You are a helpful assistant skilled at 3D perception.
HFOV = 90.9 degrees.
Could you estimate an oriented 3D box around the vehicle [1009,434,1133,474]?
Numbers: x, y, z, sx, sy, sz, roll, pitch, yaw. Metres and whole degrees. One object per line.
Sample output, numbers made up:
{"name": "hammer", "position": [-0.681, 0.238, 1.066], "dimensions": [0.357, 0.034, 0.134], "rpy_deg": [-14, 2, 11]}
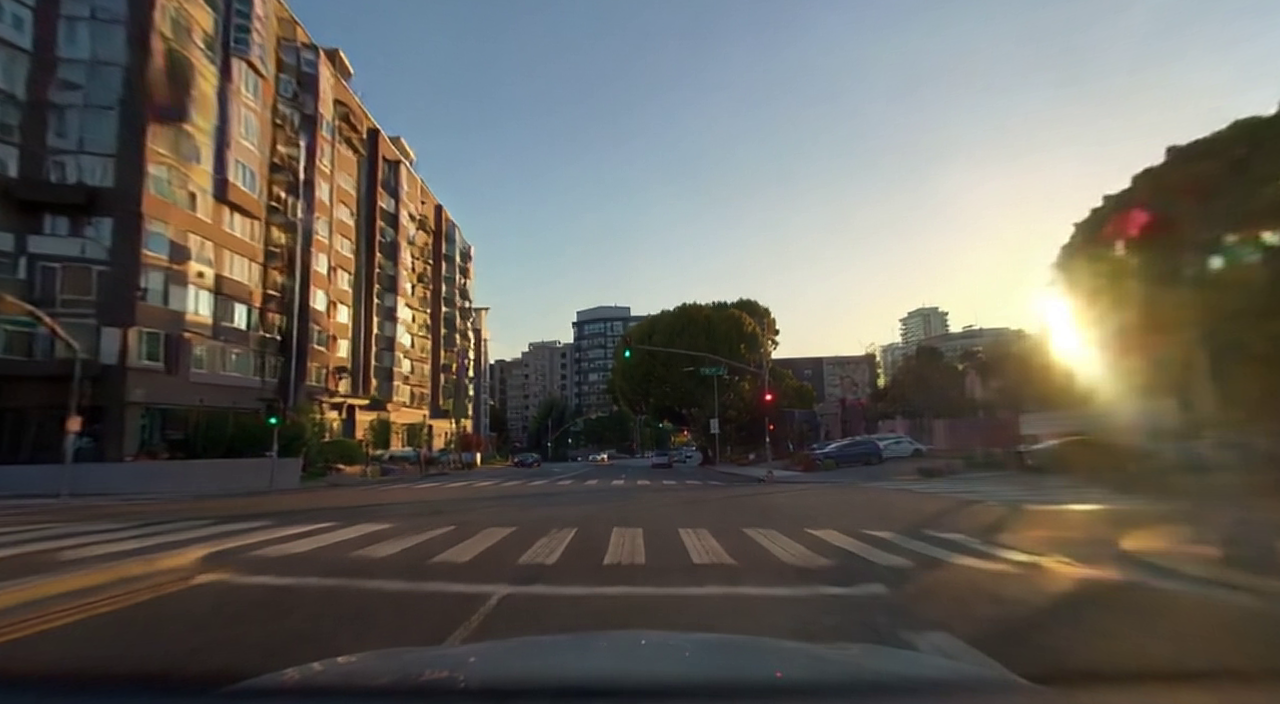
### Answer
{"name": "vehicle", "position": [18.555, 4.404, 27.266], "dimensions": [4.009, 1.620, 1.882], "rpy_deg": [0, -9, -4]}
